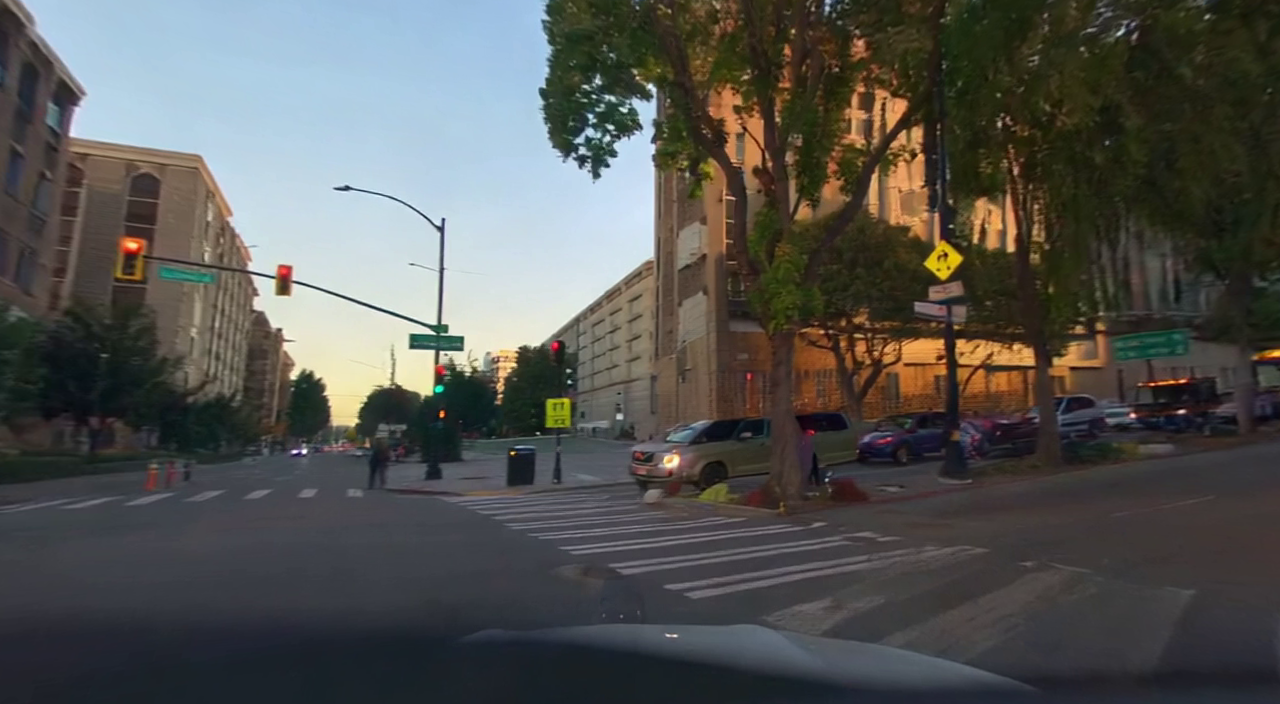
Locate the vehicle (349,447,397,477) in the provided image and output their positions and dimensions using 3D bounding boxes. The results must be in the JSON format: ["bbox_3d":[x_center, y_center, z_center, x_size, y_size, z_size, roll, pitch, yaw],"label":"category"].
[{"bbox_3d":[-14.043,5.728,33.117,2.037,1.489,4.077,4,-10,-25],"label":"vehicle"}]

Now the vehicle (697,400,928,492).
[{"bbox_3d":[3.929,2.144,14.401,4.841,1.798,2.053,4,-10,-25],"label":"vehicle"}]

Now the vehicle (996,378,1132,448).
[{"bbox_3d":[15.805,2.316,23.498,4.615,1.819,2.109,12,-10,-24],"label":"vehicle"}]

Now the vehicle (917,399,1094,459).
[{"bbox_3d":[10.144,2.196,17.512,4.628,1.488,1.826,4,-10,-25],"label":"vehicle"}]

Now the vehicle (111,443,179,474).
[{"bbox_3d":[-26.876,5.792,34.454,2.072,1.557,4.324,5,-10,-28],"label":"vehicle"}]

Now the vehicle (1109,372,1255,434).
[{"bbox_3d":[18.871,1.856,22.009,4.599,1.855,1.988,4,-10,-25],"label":"vehicle"}]
